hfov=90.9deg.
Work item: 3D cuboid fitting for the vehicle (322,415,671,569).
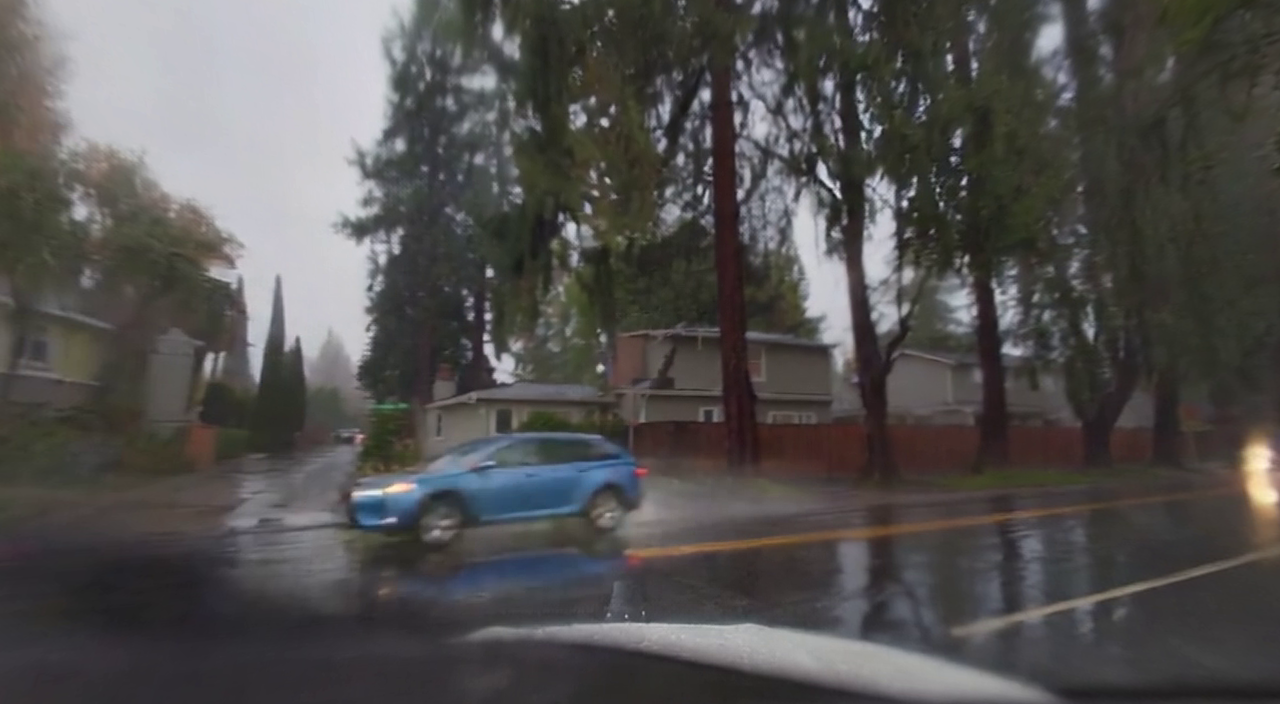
[{"bbox_3d":[-1.989,1.864,9.106,4.462,1.706,2.046,5,-10,-29],"label":"vehicle"}]
